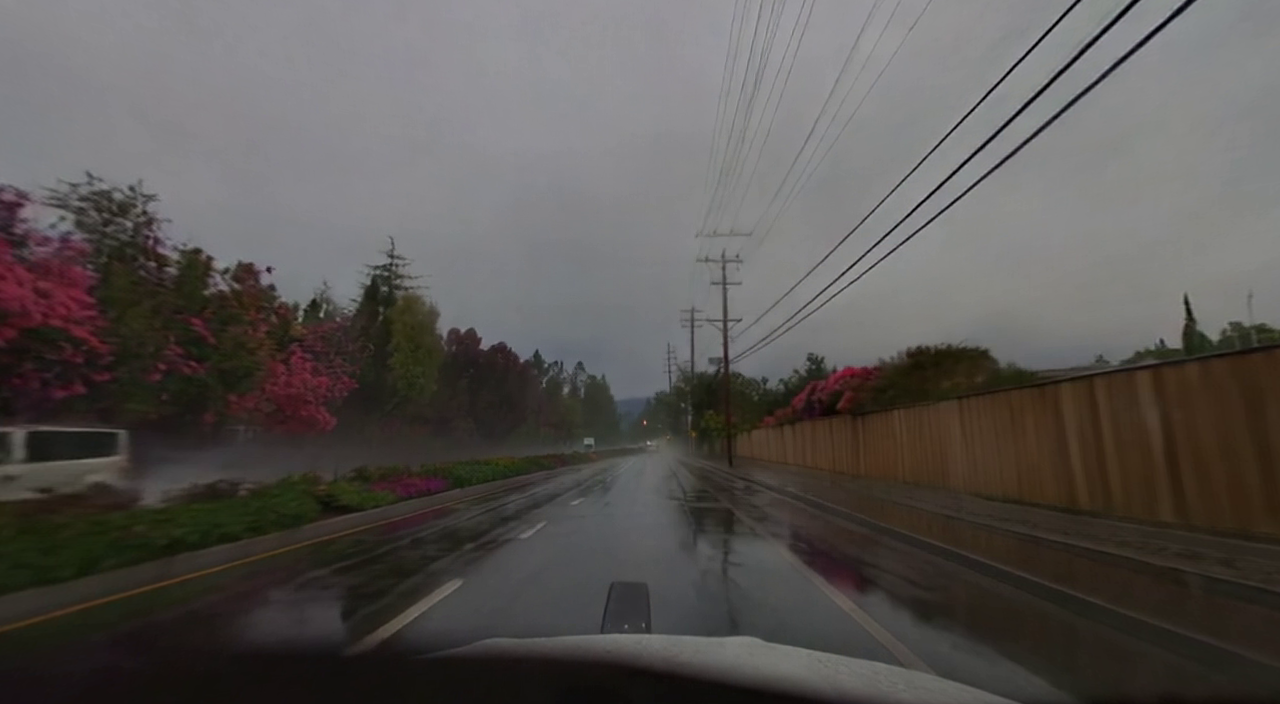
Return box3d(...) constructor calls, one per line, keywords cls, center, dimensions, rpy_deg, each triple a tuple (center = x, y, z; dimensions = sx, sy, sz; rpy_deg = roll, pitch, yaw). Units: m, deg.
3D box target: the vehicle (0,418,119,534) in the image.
box3d(cls="vehicle", center=(-11.161, 1.976, 10.001), dimensions=(2.044, 1.815, 4.244), rpy_deg=(0, -8, 1))
